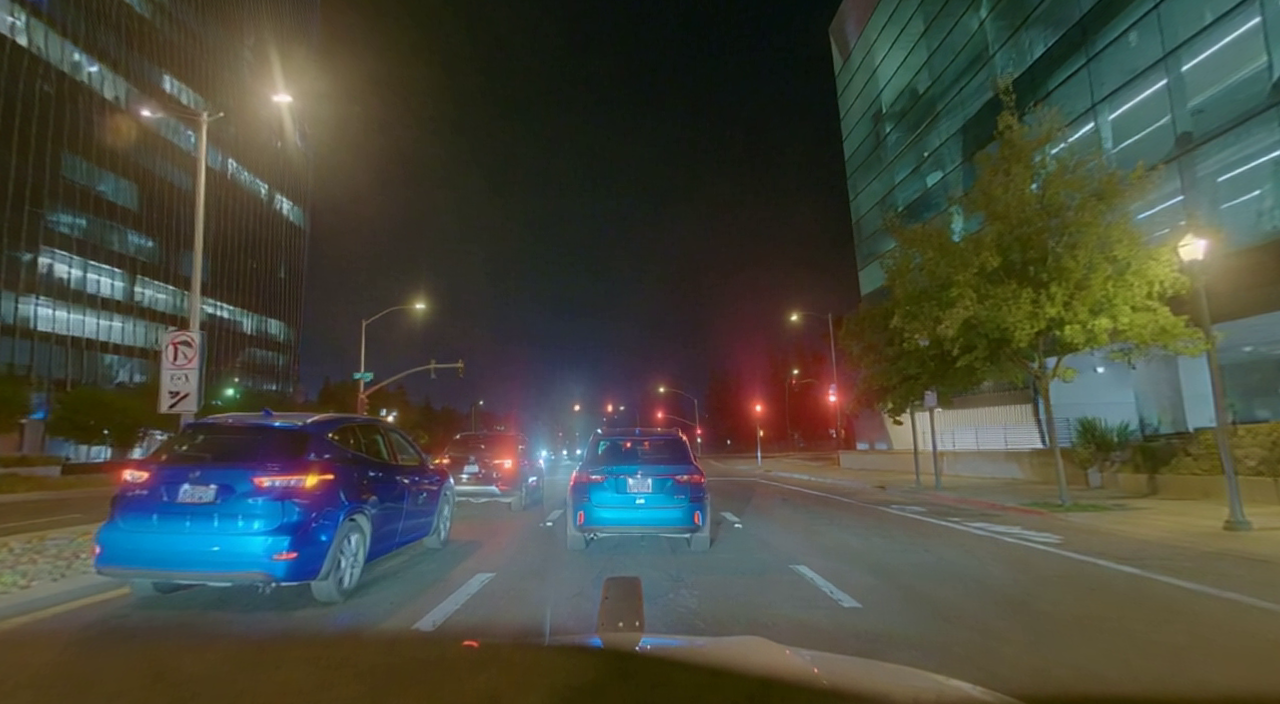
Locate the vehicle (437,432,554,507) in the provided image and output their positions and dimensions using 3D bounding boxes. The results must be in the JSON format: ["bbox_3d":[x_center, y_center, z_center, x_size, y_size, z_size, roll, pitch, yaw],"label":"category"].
[{"bbox_3d":[-3.590,2.995,16.582,2.068,1.678,4.199,0,-8,0],"label":"vehicle"}]

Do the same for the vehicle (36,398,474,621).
[{"bbox_3d":[-3.539,1.529,7.105,2.083,1.691,4.398,0,-8,1],"label":"vehicle"}]

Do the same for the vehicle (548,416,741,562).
[{"bbox_3d":[0.024,1.882,9.395,2.207,1.659,4.155,0,-8,-1],"label":"vehicle"}]

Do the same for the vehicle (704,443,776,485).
[{"bbox_3d":[3.753,4.267,24.465,2.082,1.445,4.426,0,-8,0],"label":"vehicle"}]
